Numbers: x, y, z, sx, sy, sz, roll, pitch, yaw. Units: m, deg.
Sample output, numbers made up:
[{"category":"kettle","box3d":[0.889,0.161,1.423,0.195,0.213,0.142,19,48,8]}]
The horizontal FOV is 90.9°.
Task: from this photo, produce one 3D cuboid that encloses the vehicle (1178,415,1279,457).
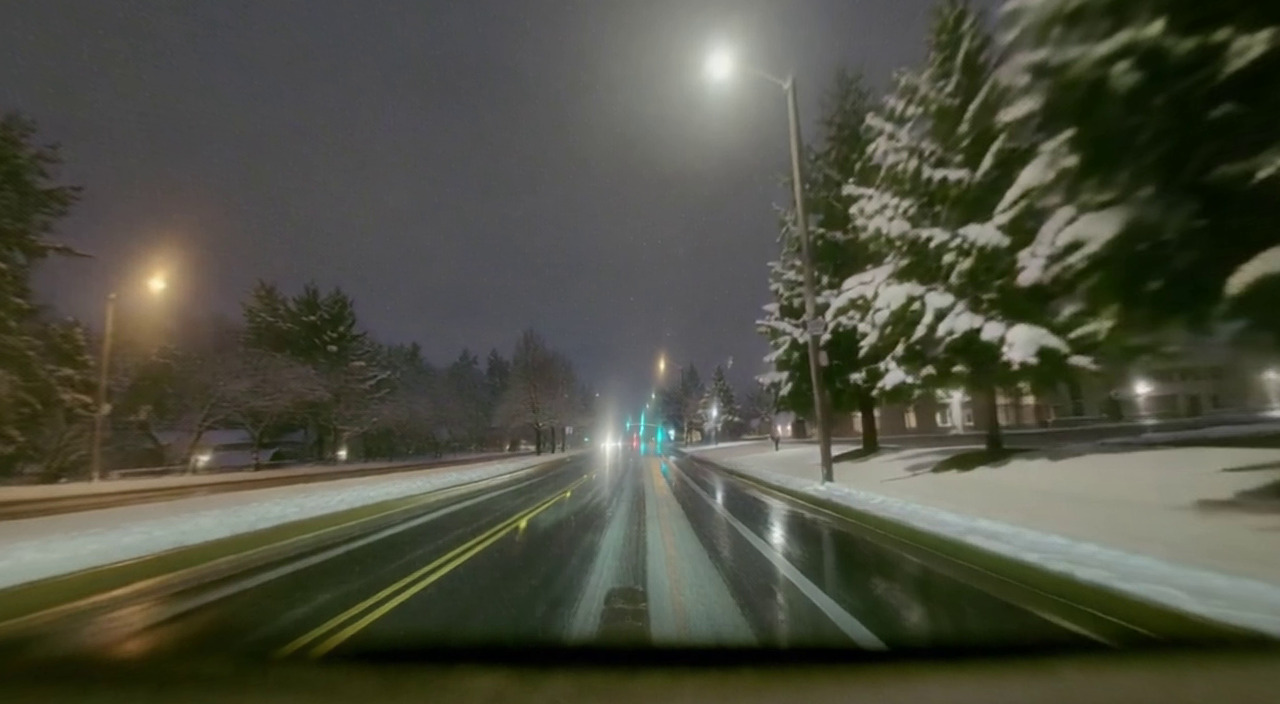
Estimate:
[{"category":"vehicle","box3d":[21.883,2.944,22.053,4.271,1.424,1.941,0,-8,1]}]
